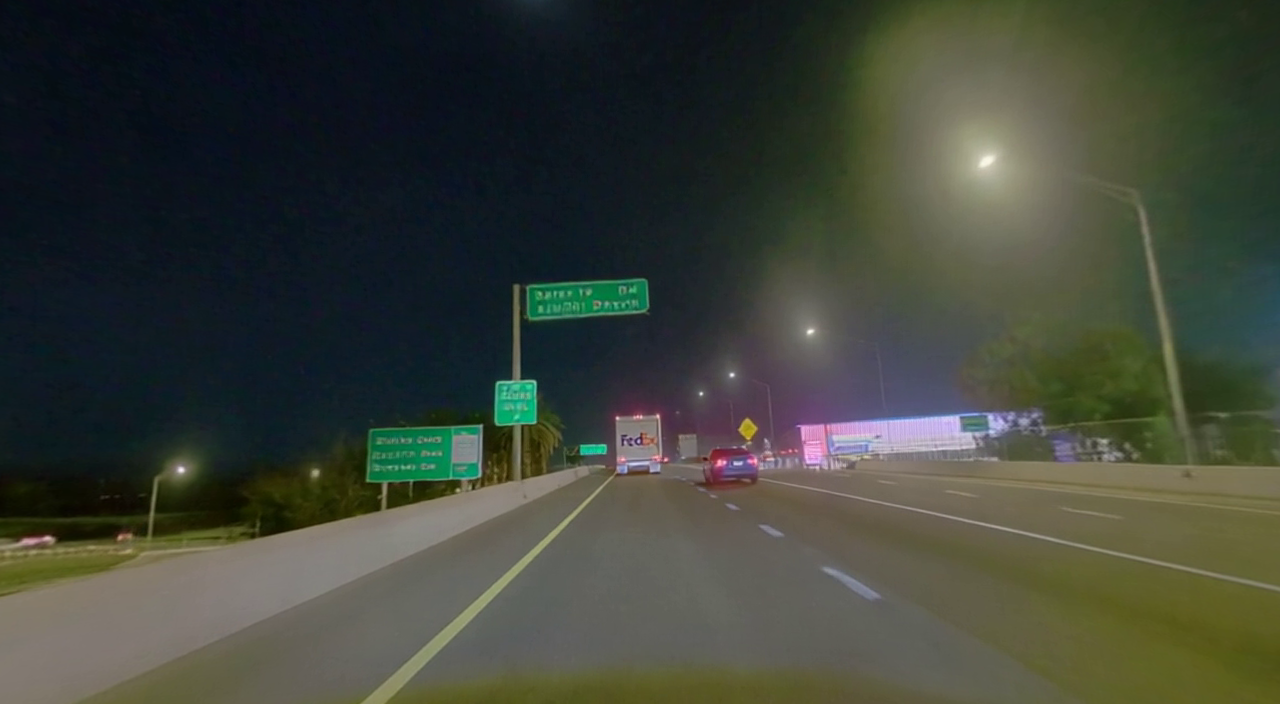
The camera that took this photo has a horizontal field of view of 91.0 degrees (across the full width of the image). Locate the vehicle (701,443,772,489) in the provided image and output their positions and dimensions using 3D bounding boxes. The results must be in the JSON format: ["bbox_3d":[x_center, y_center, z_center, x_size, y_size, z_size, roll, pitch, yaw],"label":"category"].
[{"bbox_3d":[3.594,4.314,24.144,1.966,1.558,4.238,0,-9,-1],"label":"vehicle"}]

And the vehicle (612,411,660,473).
[{"bbox_3d":[-0.398,6.945,48.355,3.243,4.134,11.656,0,-9,-1],"label":"vehicle"}]
